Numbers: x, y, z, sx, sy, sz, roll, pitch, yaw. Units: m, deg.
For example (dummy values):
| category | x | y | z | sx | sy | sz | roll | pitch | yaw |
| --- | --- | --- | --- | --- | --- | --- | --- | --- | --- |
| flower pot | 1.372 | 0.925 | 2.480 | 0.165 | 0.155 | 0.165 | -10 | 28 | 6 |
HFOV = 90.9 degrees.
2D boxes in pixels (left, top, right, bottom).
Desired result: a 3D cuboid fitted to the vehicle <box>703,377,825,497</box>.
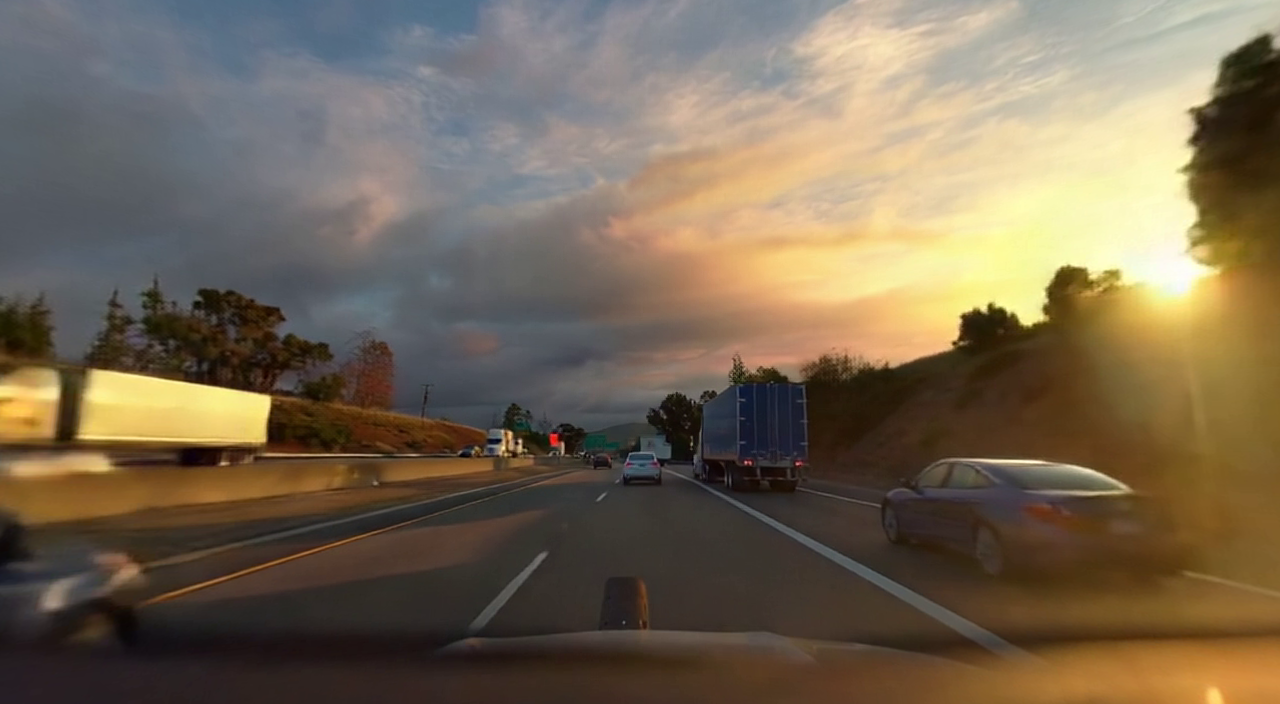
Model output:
| category | x | y | z | sx | sy | sz | roll | pitch | yaw |
| --- | --- | --- | --- | --- | --- | --- | --- | --- | --- |
| vehicle | 4.863 | 3.943 | 28.237 | 2.877 | 4.035 | 13.897 | 0 | -9 | 1 |

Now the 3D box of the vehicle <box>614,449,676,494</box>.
| category | x | y | z | sx | sy | sz | roll | pitch | yaw |
| --- | --- | --- | --- | --- | --- | --- | --- | --- | --- |
| vehicle | 0.162 | 4.404 | 23.622 | 2.089 | 1.516 | 4.191 | 0 | -9 | 0 |

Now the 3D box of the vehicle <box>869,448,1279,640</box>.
| category | x | y | z | sx | sy | sz | roll | pitch | yaw |
| --- | --- | --- | --- | --- | --- | --- | --- | --- | --- |
| vehicle | 4.340 | 1.760 | 6.881 | 2.037 | 1.377 | 4.407 | 0 | -9 | 0 |

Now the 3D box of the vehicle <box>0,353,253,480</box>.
| category | x | y | z | sx | sy | sz | roll | pitch | yaw |
| --- | --- | --- | --- | --- | --- | --- | --- | --- | --- |
| vehicle | -19.759 | 2.738 | 23.791 | 2.806 | 3.616 | 11.656 | 0 | -9 | 0 |
